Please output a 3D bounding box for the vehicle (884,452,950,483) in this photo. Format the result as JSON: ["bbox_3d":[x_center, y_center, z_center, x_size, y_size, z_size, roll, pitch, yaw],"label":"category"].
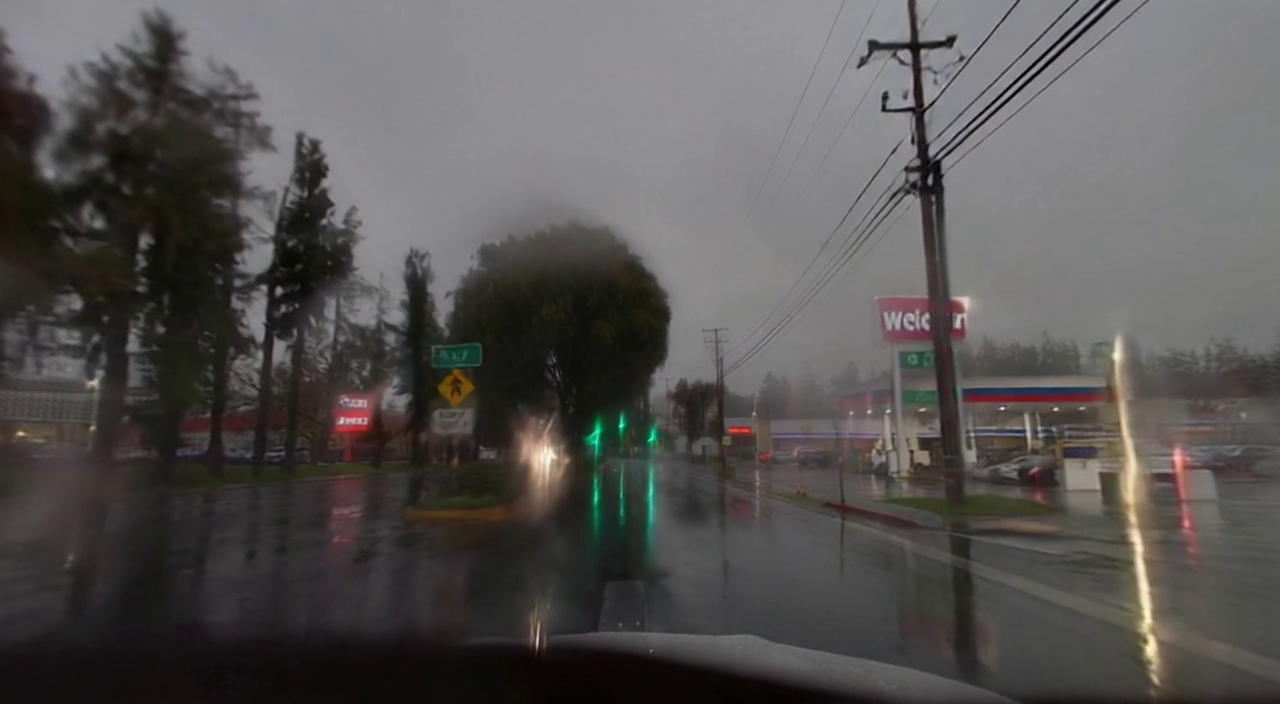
[{"bbox_3d":[18.347,7.580,41.733,4.694,1.845,2.086,7,-11,-40],"label":"vehicle"}]

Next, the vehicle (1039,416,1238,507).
[{"bbox_3d":[18.070,3.997,23.512,2.642,2.930,5.826,0,-8,1],"label":"vehicle"}]

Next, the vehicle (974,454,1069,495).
[{"bbox_3d":[18.190,5.824,30.406,2.041,1.674,4.301,2,-9,2],"label":"vehicle"}]
